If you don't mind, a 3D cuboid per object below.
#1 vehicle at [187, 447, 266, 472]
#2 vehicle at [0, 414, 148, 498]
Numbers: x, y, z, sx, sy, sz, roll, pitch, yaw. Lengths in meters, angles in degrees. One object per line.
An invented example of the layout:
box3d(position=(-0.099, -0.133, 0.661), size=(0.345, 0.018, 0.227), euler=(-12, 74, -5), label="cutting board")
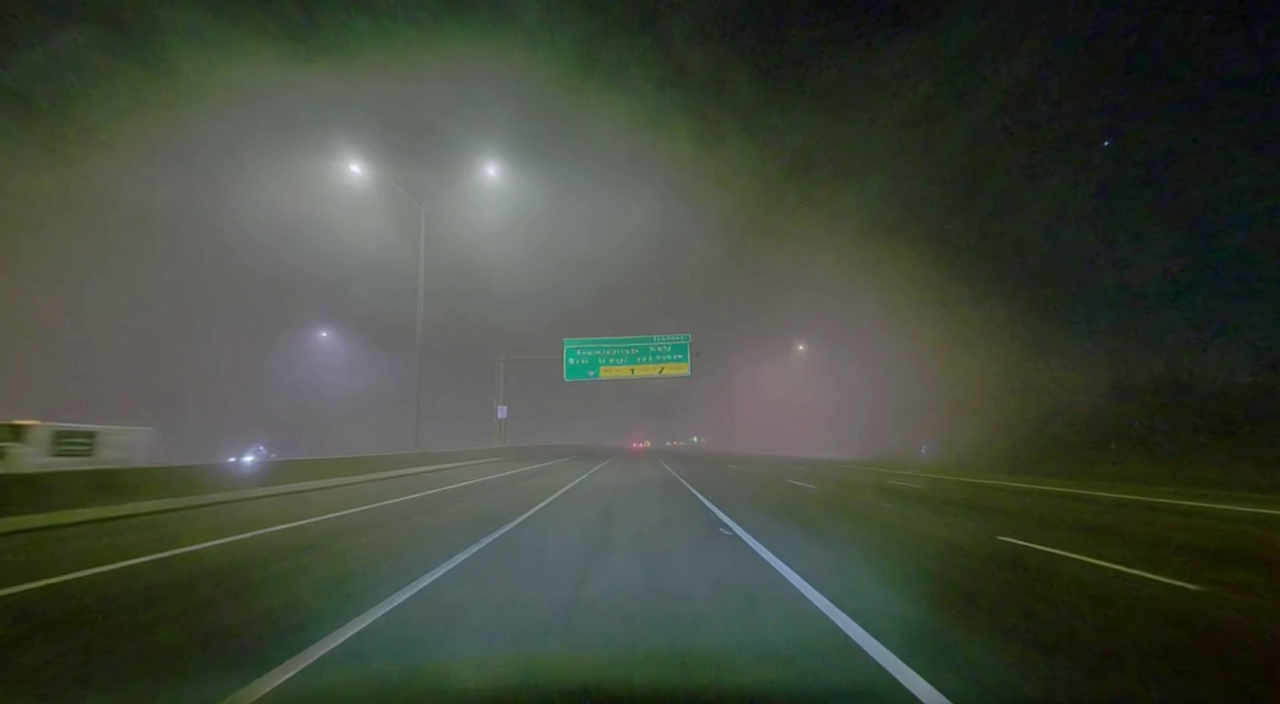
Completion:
box3d(position=(-31.953, 8.291, 49.060), size=(2.240, 1.819, 5.724), euler=(0, -8, 1), label="vehicle")
box3d(position=(-15.059, 2.494, 15.248), size=(2.031, 1.831, 5.342), euler=(0, -8, 0), label="vehicle")
